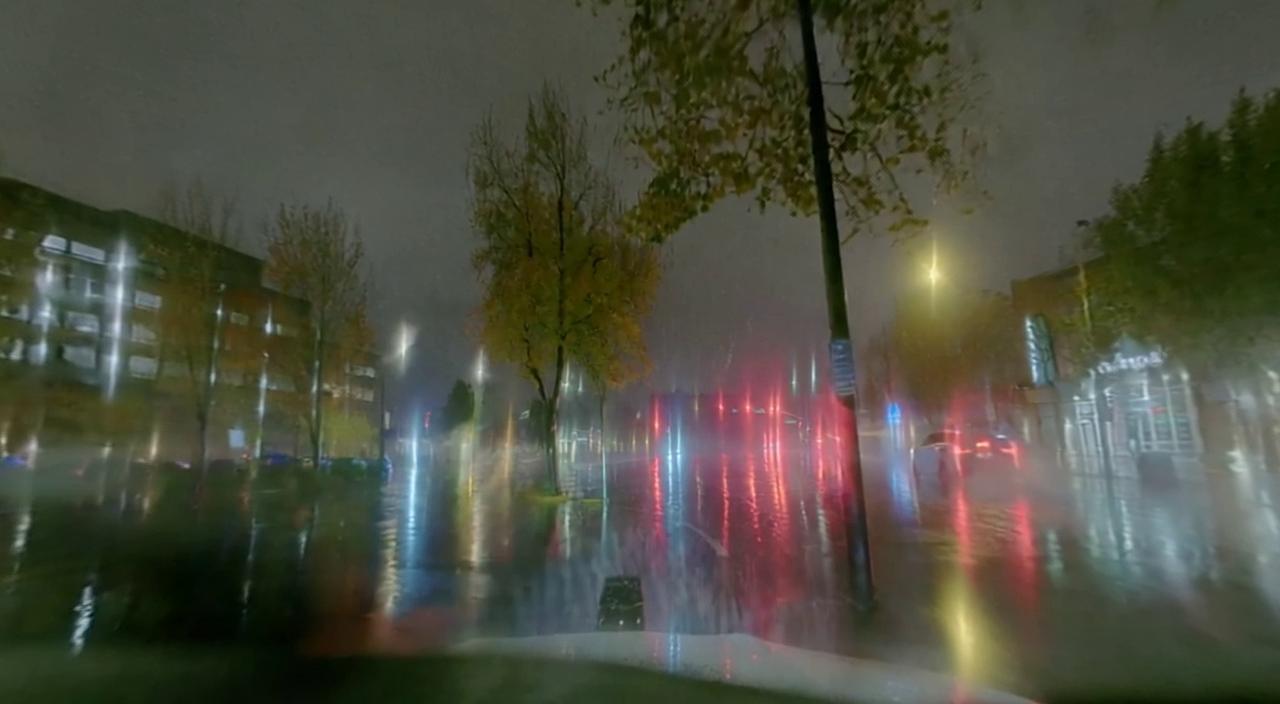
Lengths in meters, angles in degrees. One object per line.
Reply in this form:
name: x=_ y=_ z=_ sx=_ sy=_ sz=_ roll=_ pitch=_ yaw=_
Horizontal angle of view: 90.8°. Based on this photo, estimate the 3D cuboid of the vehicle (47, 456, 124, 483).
vehicle: x=-34.503 y=7.260 z=39.251 sx=5.124 sy=1.541 sz=2.121 roll=-6 pitch=-10 yaw=32

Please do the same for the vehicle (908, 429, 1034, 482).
vehicle: x=11.503 y=3.639 z=22.381 sx=2.100 sy=1.638 sz=4.545 roll=-1 pitch=-9 yaw=2

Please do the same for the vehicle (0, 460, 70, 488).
vehicle: x=-35.597 y=7.120 z=37.076 sx=4.157 sy=1.458 sz=2.130 roll=-6 pitch=-10 yaw=34

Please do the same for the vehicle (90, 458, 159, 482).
vehicle: x=-35.155 y=8.002 z=43.060 sx=4.416 sy=1.541 sz=2.102 roll=-5 pitch=-10 yaw=30

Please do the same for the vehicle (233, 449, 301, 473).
vehicle: x=-28.906 y=8.403 z=48.883 sx=5.483 sy=1.719 sz=2.112 roll=-5 pitch=-10 yaw=31
